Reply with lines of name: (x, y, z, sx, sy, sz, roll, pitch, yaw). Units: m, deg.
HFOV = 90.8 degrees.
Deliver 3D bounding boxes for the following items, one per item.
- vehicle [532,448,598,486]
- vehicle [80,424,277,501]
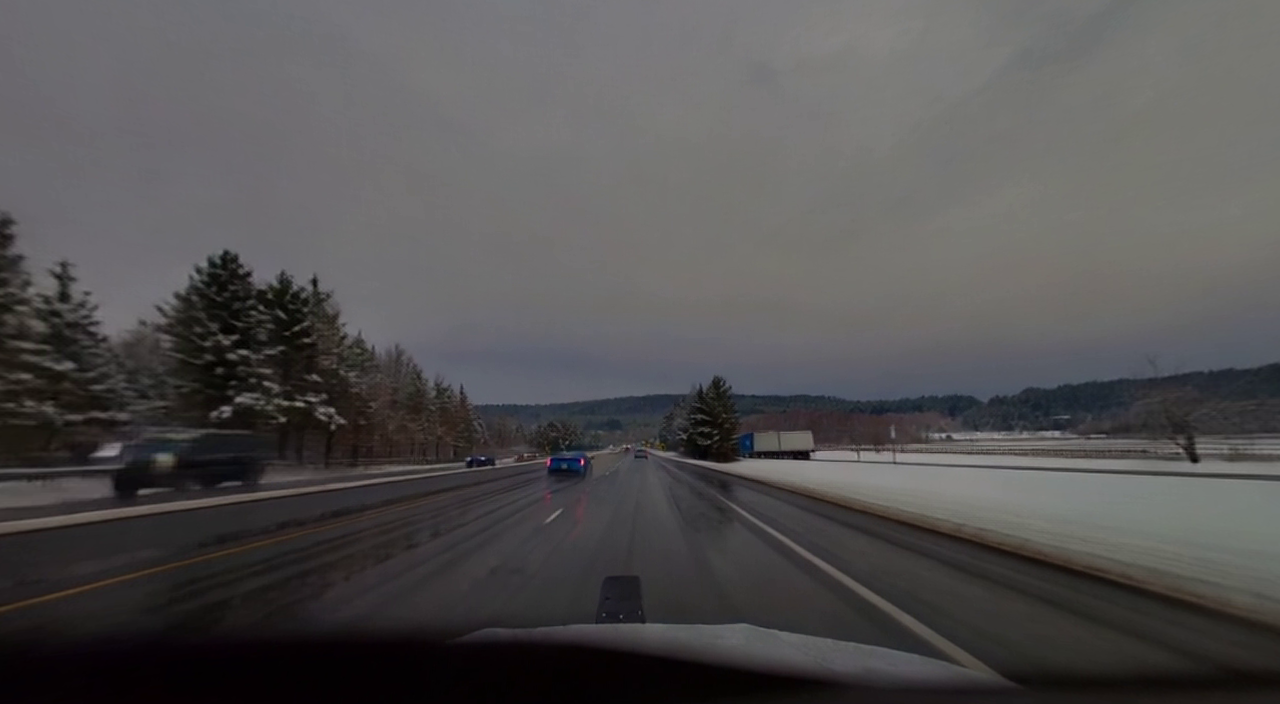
vehicle: (-3.089, 4.877, 27.100, 2.170, 1.451, 4.584, 0, -9, 1)
vehicle: (-16.748, 4.050, 23.635, 2.222, 2.428, 6.706, 0, -9, 0)
